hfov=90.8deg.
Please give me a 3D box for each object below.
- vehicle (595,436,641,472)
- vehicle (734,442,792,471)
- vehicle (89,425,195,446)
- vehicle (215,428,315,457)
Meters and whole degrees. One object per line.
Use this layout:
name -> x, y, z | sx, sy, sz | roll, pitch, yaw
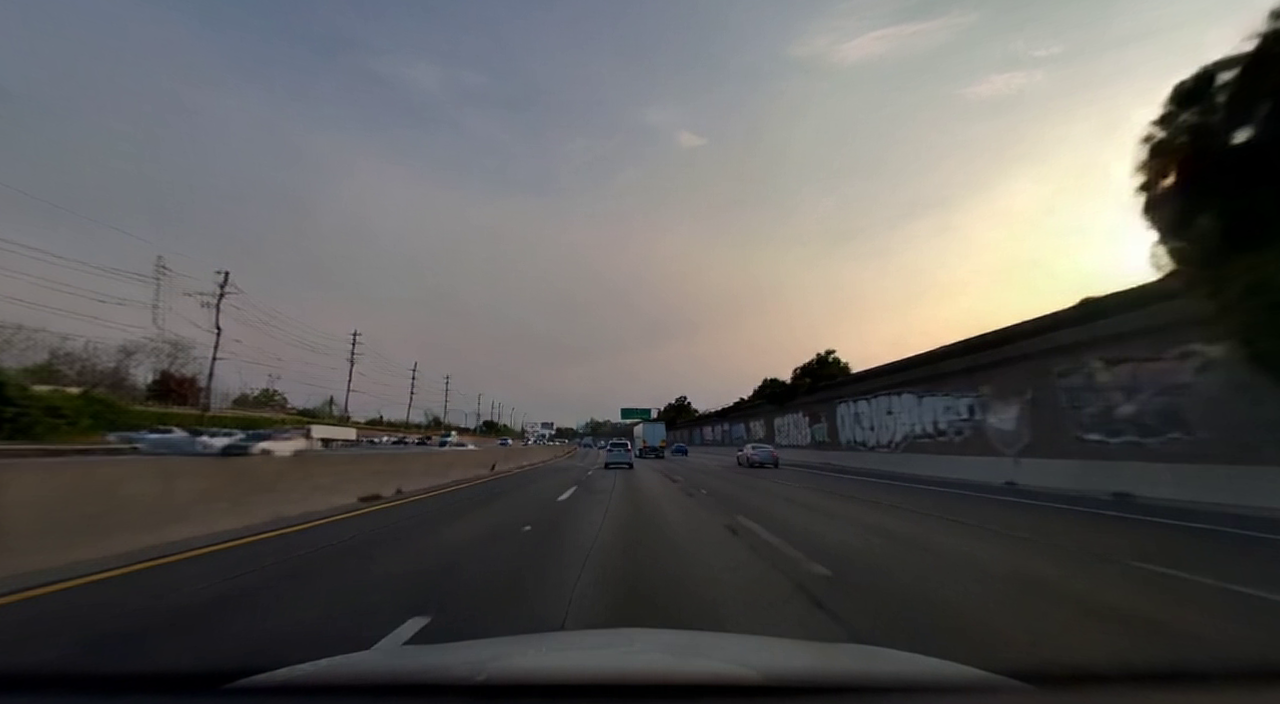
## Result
vehicle -> -1.078, 5.140, 31.901 | 2.191, 1.685, 3.353 | 0, -9, -2
vehicle -> 6.642, 5.684, 34.559 | 2.018, 1.451, 4.762 | 0, -9, -3
vehicle -> -30.761, 5.245, 39.236 | 4.754, 1.232, 2.178 | 4, -10, -26
vehicle -> -17.641, 4.332, 30.029 | 1.950, 1.247, 4.667 | 0, -9, -1
